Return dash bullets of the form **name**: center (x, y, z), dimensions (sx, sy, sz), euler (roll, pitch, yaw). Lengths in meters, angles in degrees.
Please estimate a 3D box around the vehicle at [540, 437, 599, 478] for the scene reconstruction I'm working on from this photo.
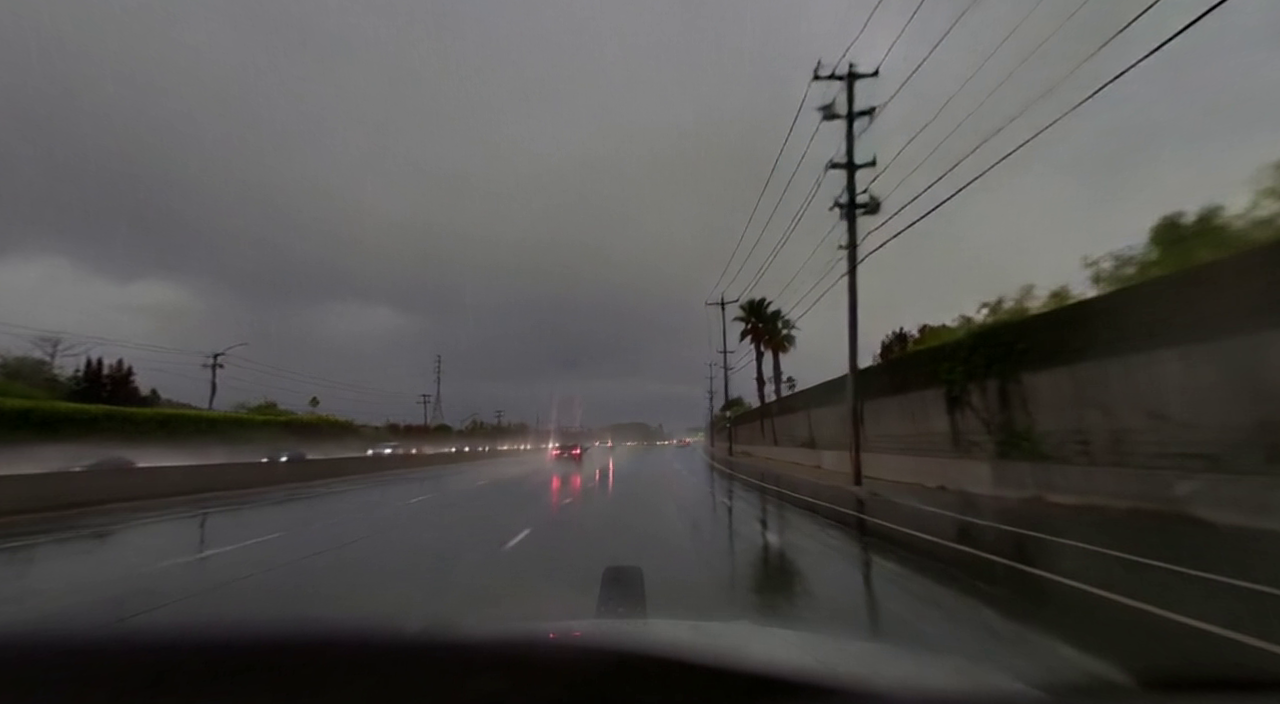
- **vehicle**: center (-2.958, 4.530, 27.282), dimensions (2.029, 1.609, 3.935), euler (0, -8, 1)

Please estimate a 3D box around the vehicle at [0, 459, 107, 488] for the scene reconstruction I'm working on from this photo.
- **vehicle**: center (-31.522, 6.484, 33.807), dimensions (1.866, 1.322, 4.650), euler (0, -8, 0)
